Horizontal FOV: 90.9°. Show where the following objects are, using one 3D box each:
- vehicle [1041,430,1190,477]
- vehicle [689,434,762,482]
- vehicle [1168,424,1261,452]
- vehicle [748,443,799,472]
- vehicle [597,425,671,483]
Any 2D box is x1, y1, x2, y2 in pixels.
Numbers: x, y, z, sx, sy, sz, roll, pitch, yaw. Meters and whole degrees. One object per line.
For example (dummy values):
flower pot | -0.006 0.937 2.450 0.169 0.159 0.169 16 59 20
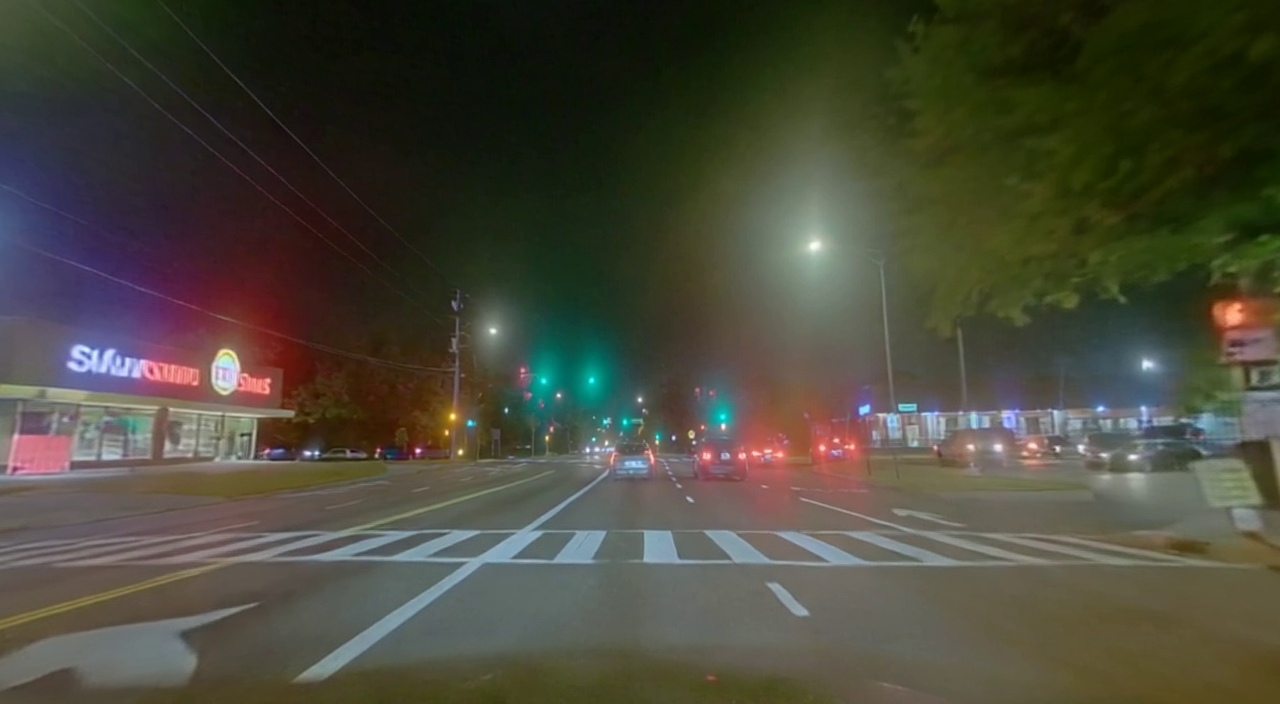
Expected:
vehicle | 16.585 3.523 22.100 3.880 1.538 1.862 1 -8 -8
vehicle | 3.362 4.291 25.824 2.276 1.787 4.630 0 -8 -1
vehicle | 35.223 5.329 38.787 1.817 1.548 4.050 -2 -9 -1
vehicle | 7.018 5.582 33.534 2.002 1.427 4.436 -1 -8 3
vehicle | -0.211 4.053 25.313 2.638 2.065 5.313 0 -8 0
